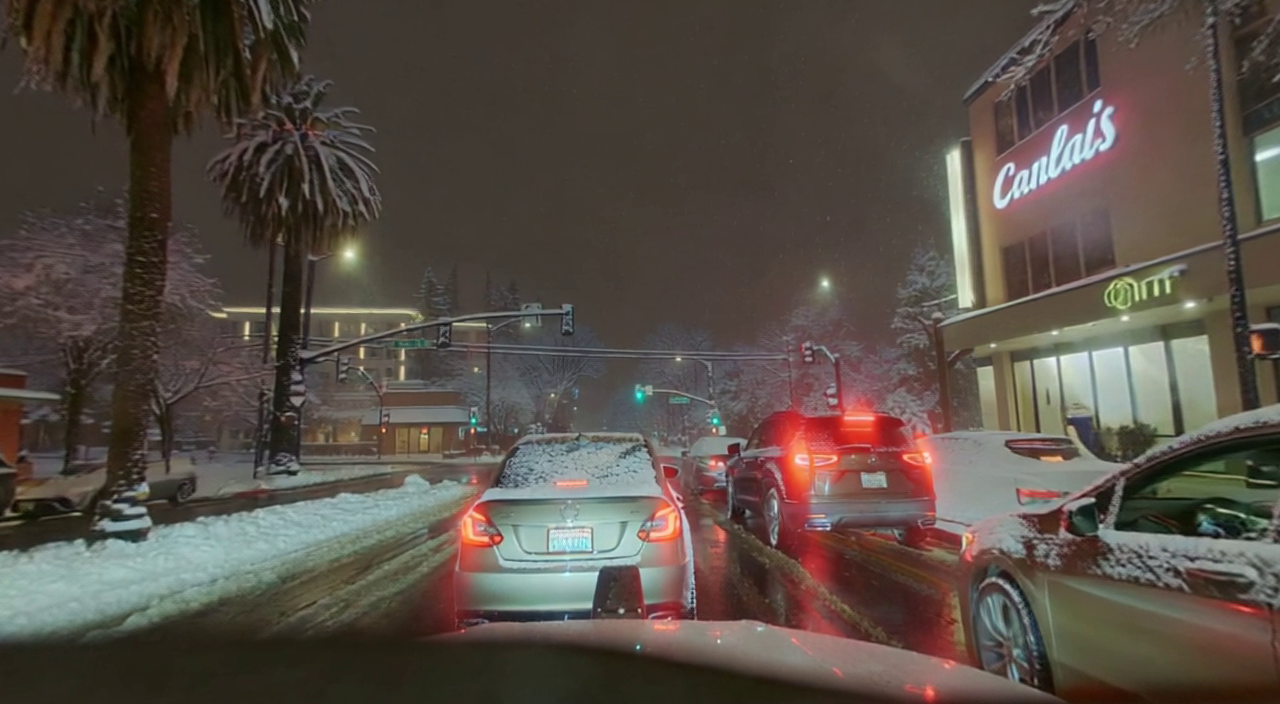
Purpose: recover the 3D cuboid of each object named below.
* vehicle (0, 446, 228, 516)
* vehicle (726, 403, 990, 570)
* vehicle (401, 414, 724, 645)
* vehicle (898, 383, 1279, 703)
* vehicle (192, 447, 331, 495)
[{"bbox_3d":[-12.848,3.132,15.927,1.870,1.475,4.531,0,-9,0],"label":"vehicle"},{"bbox_3d":[2.648,1.775,9.076,2.096,1.775,4.440,0,-9,-1],"label":"vehicle"},{"bbox_3d":[-0.518,1.467,6.228,2.096,1.492,4.071,0,-9,0],"label":"vehicle"},{"bbox_3d":[2.615,0.806,1.480,2.085,1.469,4.458,0,-9,-1],"label":"vehicle"},{"bbox_3d":[-12.856,4.024,21.879,1.856,1.455,4.700,0,-9,1],"label":"vehicle"}]
